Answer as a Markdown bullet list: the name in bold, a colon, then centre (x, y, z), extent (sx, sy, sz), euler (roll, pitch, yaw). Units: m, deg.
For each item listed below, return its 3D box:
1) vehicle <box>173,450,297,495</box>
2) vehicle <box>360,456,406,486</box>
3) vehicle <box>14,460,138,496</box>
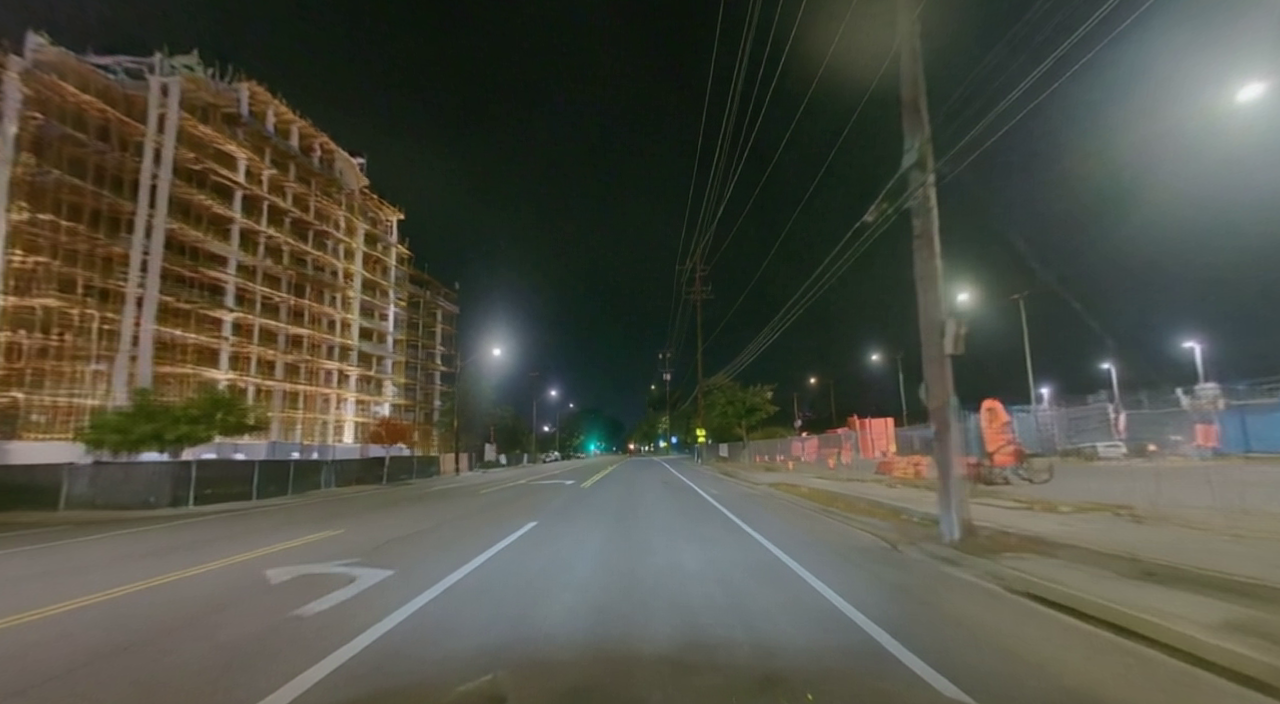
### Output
- **vehicle**: centre (-20.300, 6.032, 31.748), extent (4.712, 1.927, 2.237), euler (-3, -10, 0)
- **vehicle**: centre (-15.645, 7.168, 38.245), extent (2.002, 1.683, 4.664), euler (5, -11, -28)
- **vehicle**: centre (-26.386, 5.887, 29.560), extent (3.998, 1.574, 1.889), euler (0, -9, 2)
